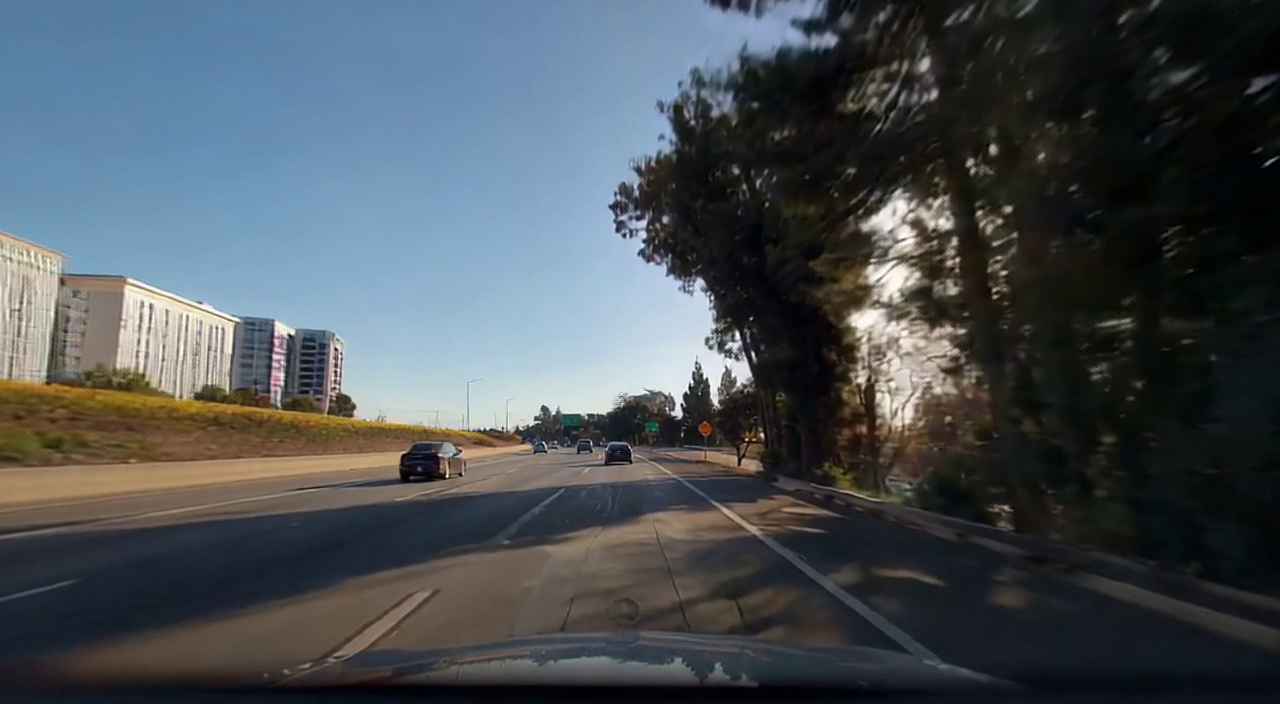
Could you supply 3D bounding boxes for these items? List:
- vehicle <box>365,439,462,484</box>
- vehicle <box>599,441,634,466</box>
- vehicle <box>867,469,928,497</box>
[{"bbox_3d":[-8.098,3.952,23.040,2.009,1.454,4.250,0,-9,-1],"label":"vehicle"},{"bbox_3d":[-1.417,6.146,38.391,2.038,1.414,4.357,0,-9,-2],"label":"vehicle"},{"bbox_3d":[18.834,9.607,46.453,2.023,1.782,4.193,2,-9,-12],"label":"vehicle"}]
